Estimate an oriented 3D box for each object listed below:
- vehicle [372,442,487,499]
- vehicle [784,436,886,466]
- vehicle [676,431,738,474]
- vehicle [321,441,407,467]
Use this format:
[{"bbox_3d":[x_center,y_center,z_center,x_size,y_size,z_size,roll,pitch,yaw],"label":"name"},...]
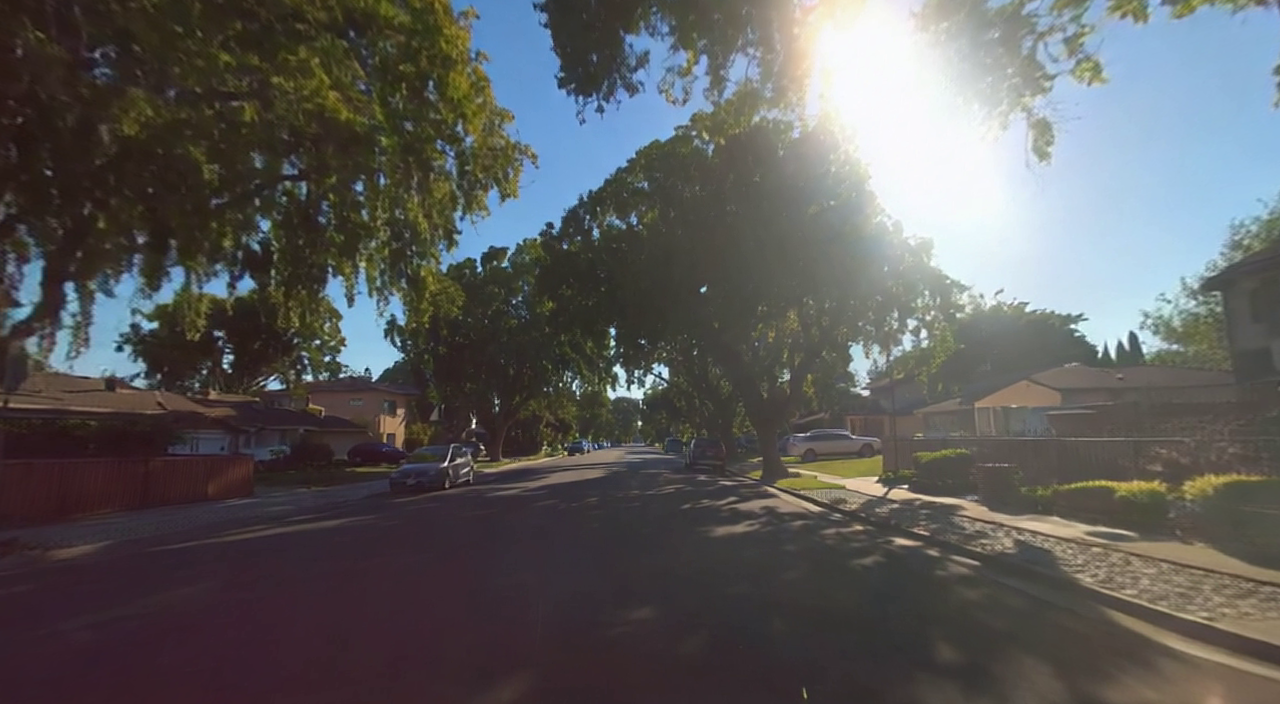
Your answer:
[{"bbox_3d":[-6.458,3.640,19.924,2.099,1.399,4.357,-4,-8,1],"label":"vehicle"},{"bbox_3d":[10.323,5.285,33.829,5.041,1.486,1.969,-2,-8,12],"label":"vehicle"},{"bbox_3d":[3.086,4.784,30.284,2.241,1.875,5.059,0,-8,-2],"label":"vehicle"},{"bbox_3d":[-16.334,6.032,37.462,4.276,1.463,1.832,-1,-8,6],"label":"vehicle"}]
